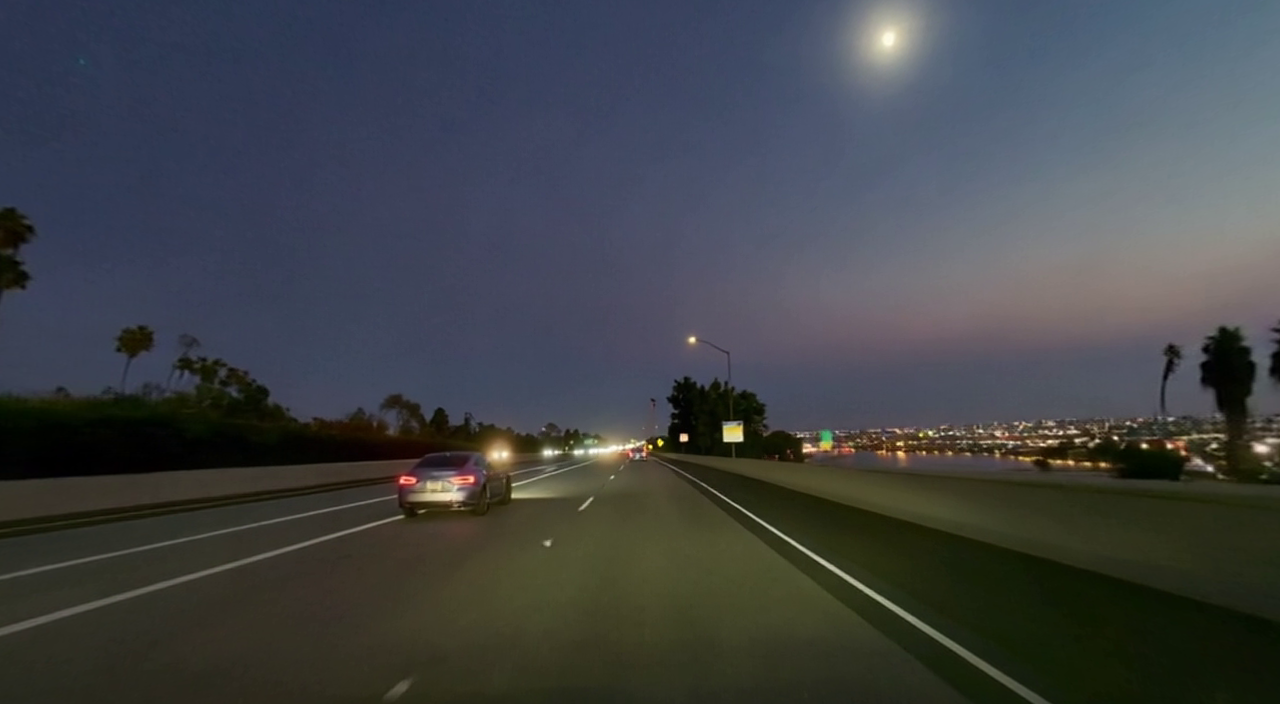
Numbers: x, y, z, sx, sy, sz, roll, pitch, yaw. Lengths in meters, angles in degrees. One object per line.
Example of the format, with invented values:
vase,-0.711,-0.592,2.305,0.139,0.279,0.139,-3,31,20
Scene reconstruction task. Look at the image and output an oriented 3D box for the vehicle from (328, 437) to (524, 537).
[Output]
vehicle,-3.851,2.499,12.416,2.092,1.562,4.748,0,-8,2
